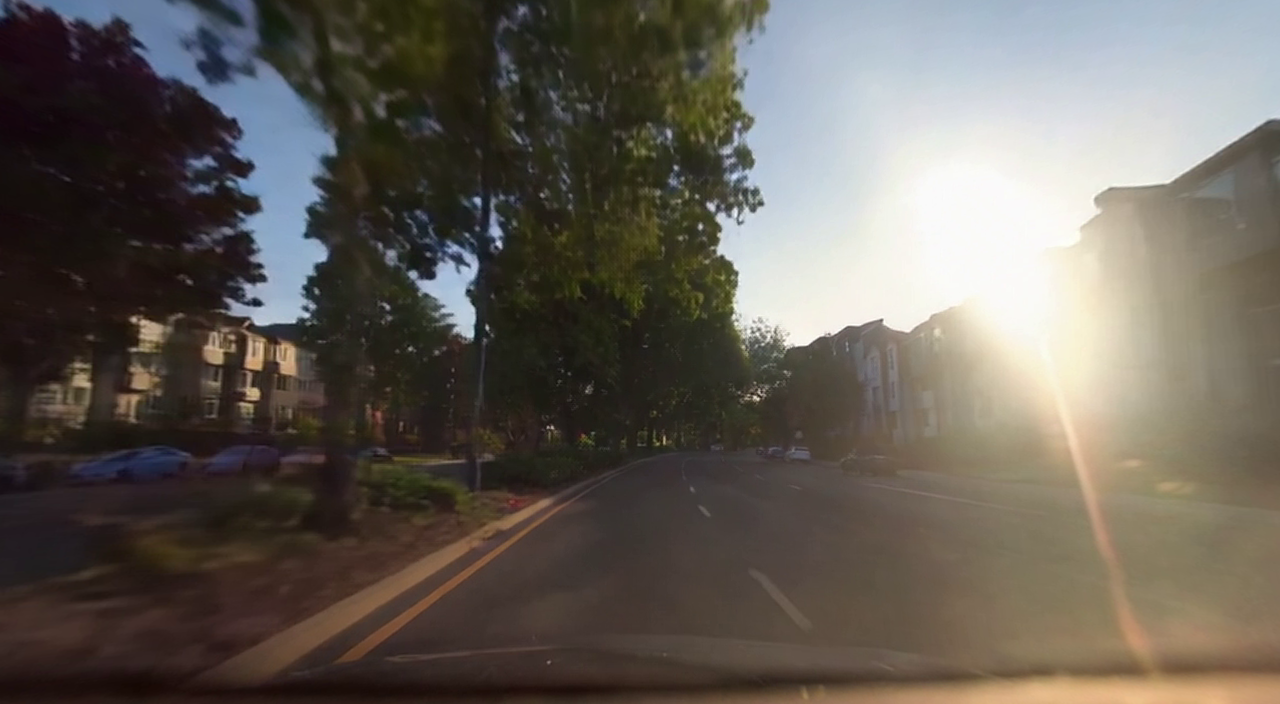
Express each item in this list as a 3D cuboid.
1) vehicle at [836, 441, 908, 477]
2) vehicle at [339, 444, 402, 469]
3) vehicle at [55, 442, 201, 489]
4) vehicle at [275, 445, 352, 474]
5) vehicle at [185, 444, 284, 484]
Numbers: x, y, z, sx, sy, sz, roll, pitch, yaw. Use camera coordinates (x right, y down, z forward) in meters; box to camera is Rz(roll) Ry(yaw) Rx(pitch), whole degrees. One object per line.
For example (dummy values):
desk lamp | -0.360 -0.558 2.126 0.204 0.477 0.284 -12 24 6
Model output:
vehicle | 11.114 5.152 30.601 1.992 1.615 4.460 -1 -9 3
vehicle | -17.684 6.949 41.674 2.003 1.505 4.332 -3 -11 4
vehicle | -18.857 4.209 23.583 1.854 1.490 4.331 -2 -9 0
vehicle | -18.253 6.088 35.585 1.795 1.445 4.629 -3 -11 1
vehicle | -18.674 5.153 29.367 1.686 1.671 4.477 0 -8 -1
